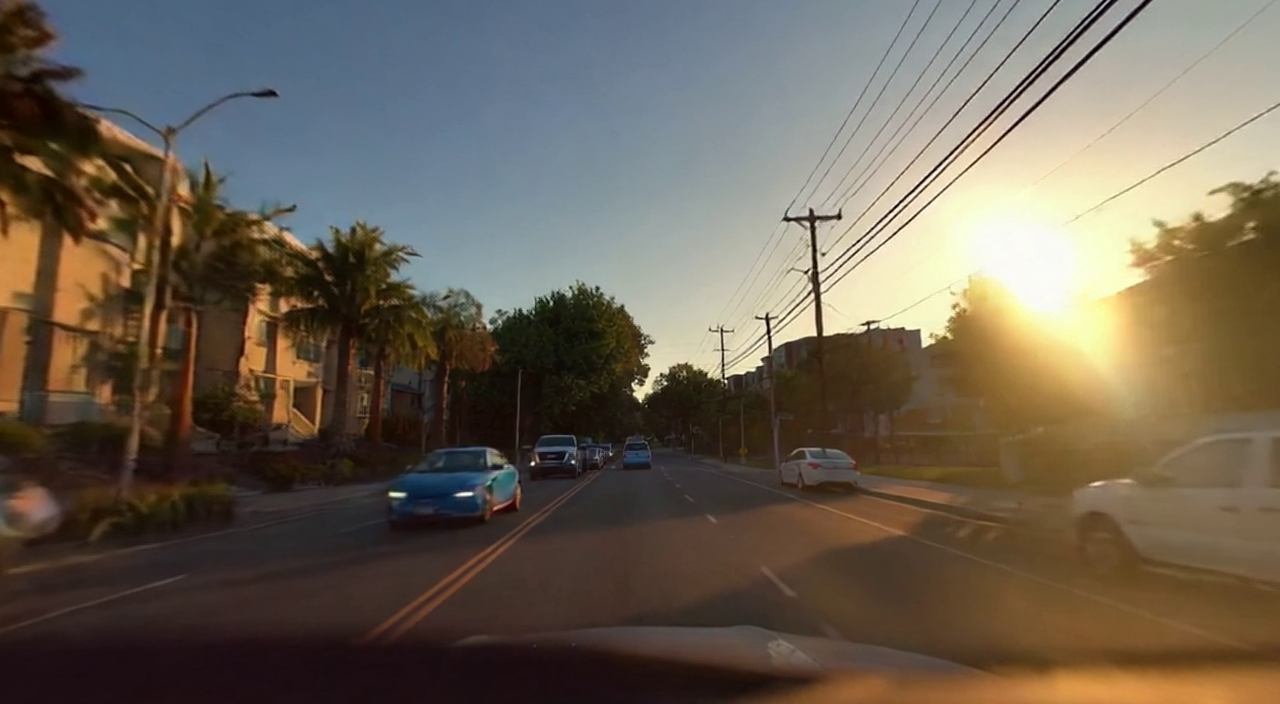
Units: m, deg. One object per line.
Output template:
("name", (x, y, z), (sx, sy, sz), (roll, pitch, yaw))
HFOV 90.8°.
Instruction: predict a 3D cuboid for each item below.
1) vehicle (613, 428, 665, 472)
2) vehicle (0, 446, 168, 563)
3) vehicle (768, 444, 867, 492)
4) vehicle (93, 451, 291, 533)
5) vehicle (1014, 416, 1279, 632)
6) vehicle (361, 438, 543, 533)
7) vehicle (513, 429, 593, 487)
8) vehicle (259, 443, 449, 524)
("vehicle", (-0.004, 4.733, 30.296), (2.308, 1.940, 4.125), (-1, -10, 1))
("vehicle", (-9.445, 2.247, 9.236), (1.790, 1.527, 4.123), (-1, -14, 1))
("vehicle", (6.038, 3.980, 22.167), (1.943, 1.490, 4.783), (0, -8, -2))
("vehicle", (-9.664, 2.994, 14.050), (1.760, 1.497, 3.608), (0, -8, -1))
("vehicle", (6.271, 1.440, 5.514), (2.350, 1.706, 5.901), (0, -8, -1))
("vehicle", (-3.311, 2.436, 12.265), (2.057, 1.476, 4.593), (0, -8, 1))
("vehicle", (-3.020, 3.802, 23.061), (2.178, 1.861, 4.920), (0, -8, 0))
("vehicle", (-6.024, 2.777, 14.096), (2.023, 1.492, 4.666), (0, -8, 1))
